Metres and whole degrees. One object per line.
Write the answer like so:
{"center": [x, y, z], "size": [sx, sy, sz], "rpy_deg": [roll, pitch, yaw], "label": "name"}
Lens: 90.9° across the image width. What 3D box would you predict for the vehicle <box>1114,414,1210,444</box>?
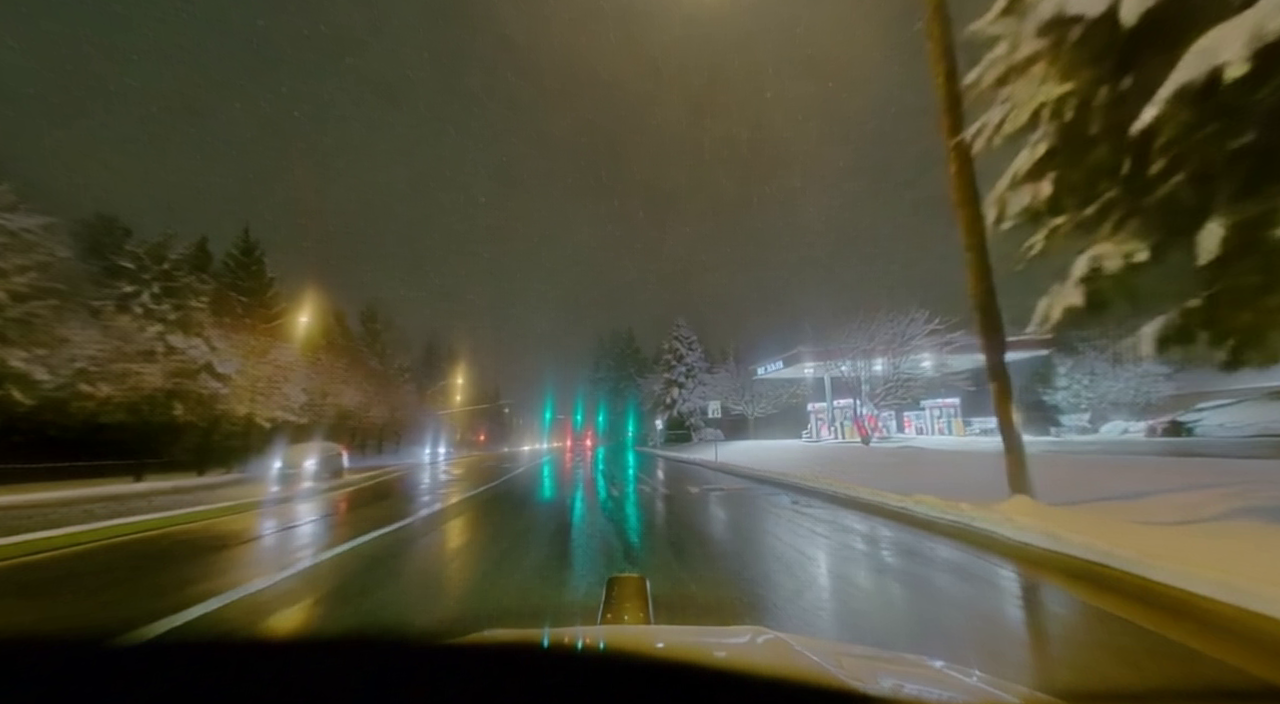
{"center": [32.958, 4.894, 39.924], "size": [4.323, 1.447, 1.710], "rpy_deg": [-10, -7, 31], "label": "vehicle"}
